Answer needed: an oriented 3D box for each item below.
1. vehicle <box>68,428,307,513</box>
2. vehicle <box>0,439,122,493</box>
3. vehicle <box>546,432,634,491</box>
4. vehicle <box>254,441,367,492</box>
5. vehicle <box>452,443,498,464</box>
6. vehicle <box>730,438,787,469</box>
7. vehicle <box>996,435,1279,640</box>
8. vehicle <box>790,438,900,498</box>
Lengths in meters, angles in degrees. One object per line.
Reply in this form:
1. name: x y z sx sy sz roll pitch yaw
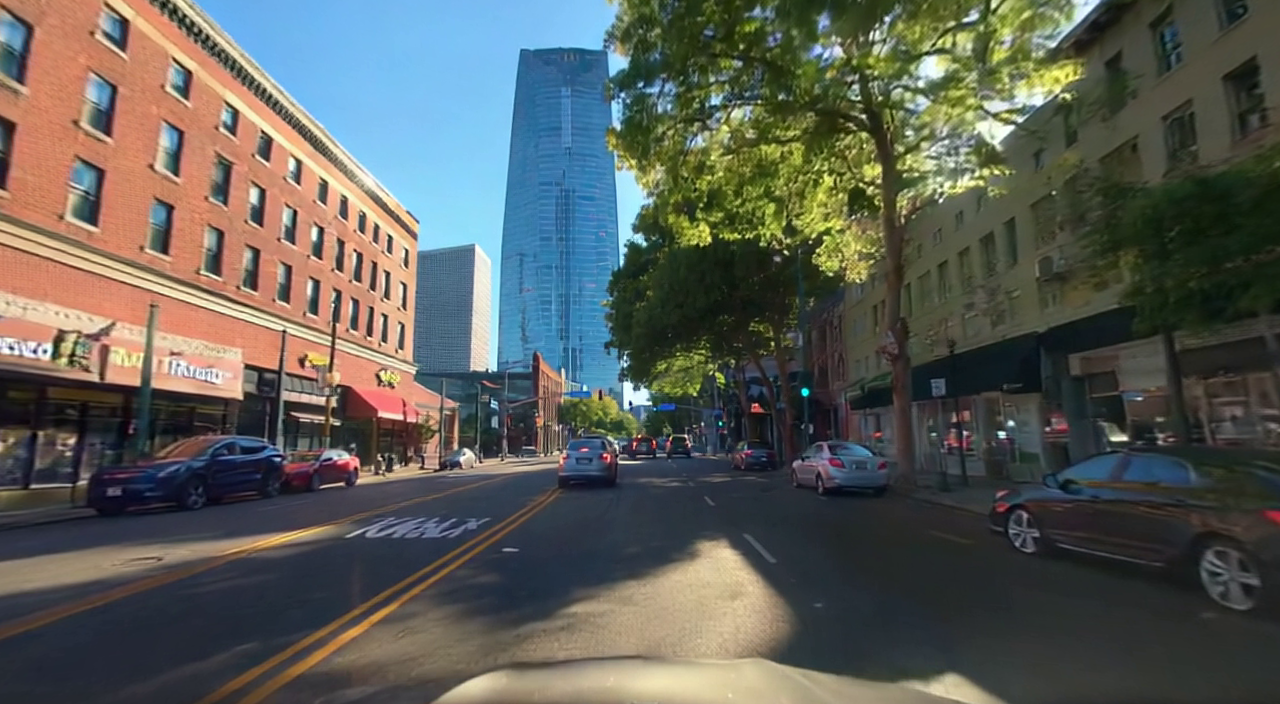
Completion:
1. vehicle: -12.556 3.316 18.306 2.384 2.044 6.030 0 -8 1
2. vehicle: -20.496 3.779 21.190 1.903 1.629 4.525 -1 -8 7
3. vehicle: -1.475 3.039 17.914 2.169 1.427 4.531 1 -8 -6
4. vehicle: -12.508 4.334 24.330 2.000 1.708 4.494 -2 -8 -1
5. vehicle: -12.395 7.627 47.633 2.075 1.472 4.638 0 -8 2
6. vehicle: 6.043 5.209 32.573 1.956 1.446 4.537 0 -8 -1
7. vehicle: 5.810 1.618 6.201 1.961 1.533 4.473 0 -8 0
8. vehicle: 5.845 3.334 18.527 1.986 1.555 3.879 0 -8 1
